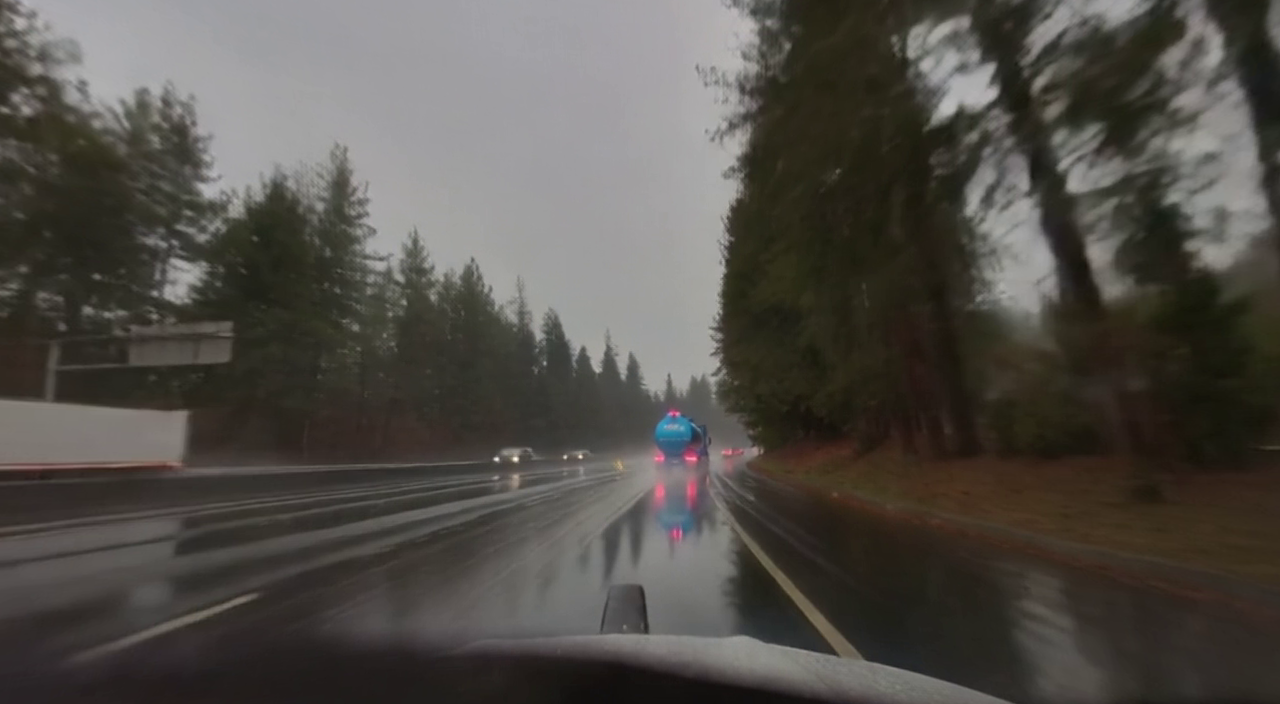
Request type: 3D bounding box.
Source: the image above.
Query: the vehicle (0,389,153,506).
[{"bbox_3d":[-18.753,2.475,16.345,2.850,3.134,10.723,-1,-8,6],"label":"vehicle"}]

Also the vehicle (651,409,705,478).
[{"bbox_3d":[2.782,6.026,41.594,2.907,3.747,13.318,-1,-8,6],"label":"vehicle"}]
